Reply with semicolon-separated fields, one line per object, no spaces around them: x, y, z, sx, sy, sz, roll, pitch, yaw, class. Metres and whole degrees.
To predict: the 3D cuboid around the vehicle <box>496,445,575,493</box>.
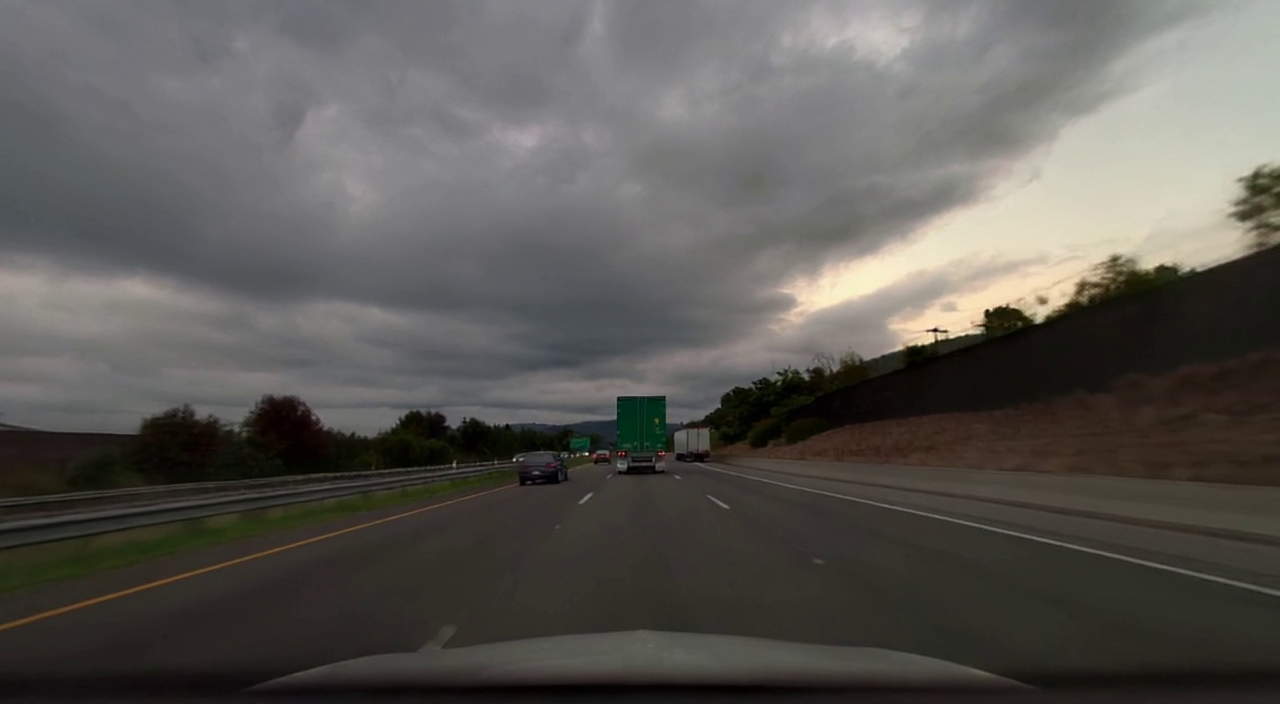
-3.551;4.042;22.157;2.050;1.517;3.996;0;-9;0;vehicle

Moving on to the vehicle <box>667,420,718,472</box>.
3.890;7.452;49.928;2.854;3.537;12.540;0;-9;0;vehicle

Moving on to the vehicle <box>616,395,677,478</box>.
0.283;4.985;36.339;2.932;4.042;11.054;0;-9;0;vehicle
